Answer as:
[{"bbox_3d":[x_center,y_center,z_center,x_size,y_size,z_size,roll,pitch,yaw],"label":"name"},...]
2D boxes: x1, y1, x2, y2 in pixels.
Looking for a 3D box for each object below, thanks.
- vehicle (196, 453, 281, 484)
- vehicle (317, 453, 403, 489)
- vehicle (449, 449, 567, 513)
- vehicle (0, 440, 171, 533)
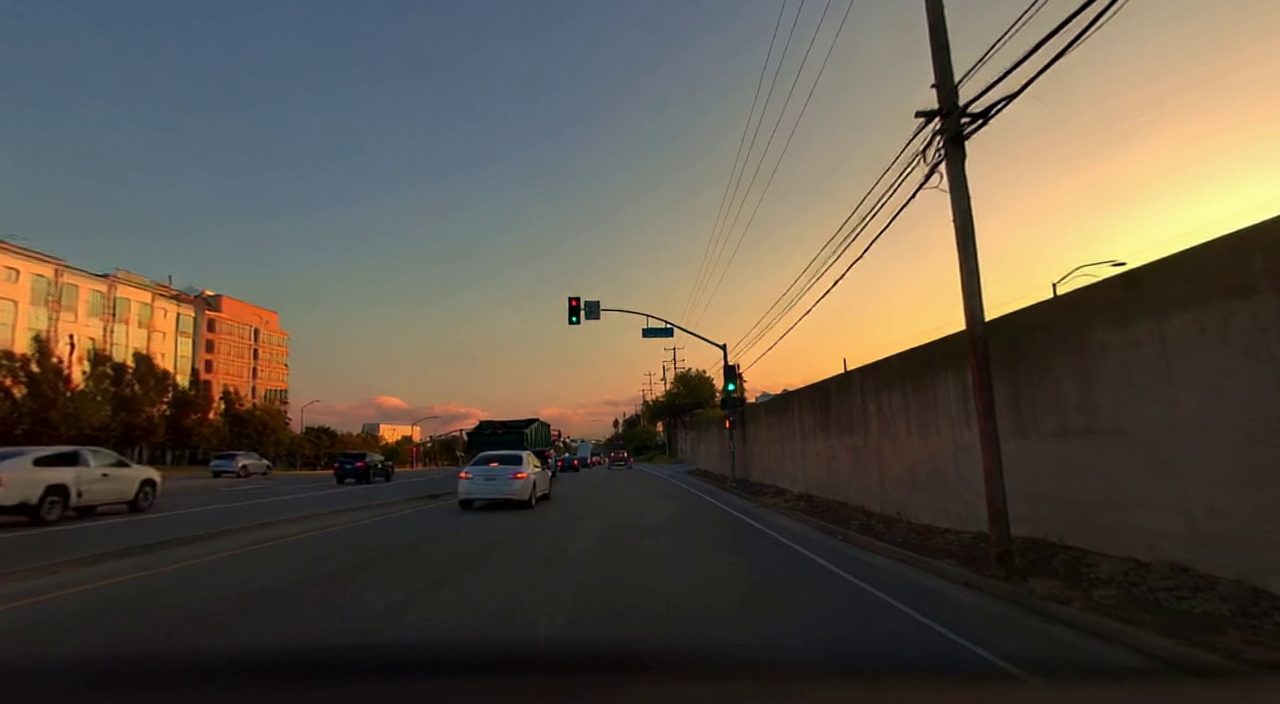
[{"bbox_3d":[-23.812,6.881,37.650,1.891,1.696,4.613,-1,-9,2],"label":"vehicle"},{"bbox_3d":[-12.674,5.403,28.878,1.905,1.492,4.151,-1,-9,2],"label":"vehicle"},{"bbox_3d":[-3.389,3.410,17.321,2.019,1.480,4.966,-1,-9,2],"label":"vehicle"},{"bbox_3d":[-13.336,2.876,13.973,2.096,1.773,4.751,-1,-9,2],"label":"vehicle"}]
